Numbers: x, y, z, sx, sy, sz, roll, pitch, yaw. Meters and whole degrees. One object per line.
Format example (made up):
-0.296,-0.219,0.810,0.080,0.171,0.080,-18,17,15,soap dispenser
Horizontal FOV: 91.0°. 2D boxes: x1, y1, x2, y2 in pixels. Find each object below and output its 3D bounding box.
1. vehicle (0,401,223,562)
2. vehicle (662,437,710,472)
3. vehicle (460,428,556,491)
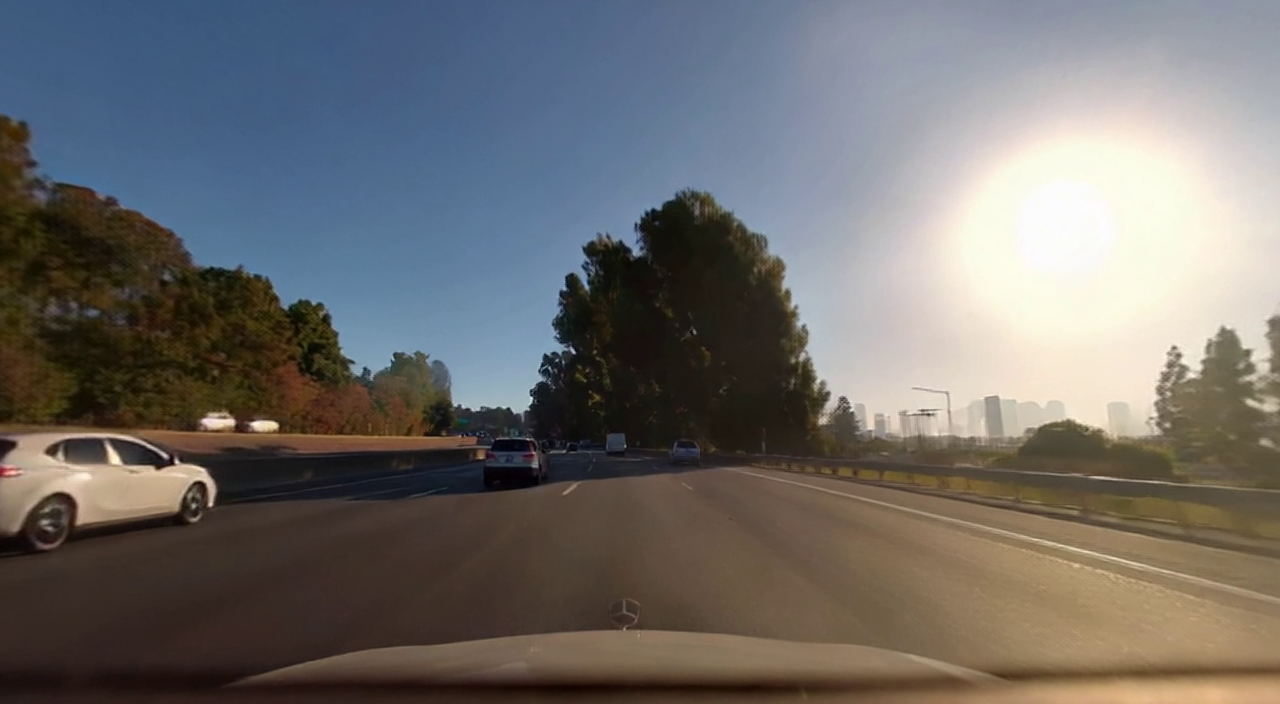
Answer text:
-7.987,1.574,7.977,2.237,1.703,4.681,0,-9,-1,vehicle
2.362,5.407,33.320,2.053,1.698,4.097,1,-9,-3,vehicle
-3.847,3.212,19.127,2.002,1.680,4.301,0,-9,0,vehicle
